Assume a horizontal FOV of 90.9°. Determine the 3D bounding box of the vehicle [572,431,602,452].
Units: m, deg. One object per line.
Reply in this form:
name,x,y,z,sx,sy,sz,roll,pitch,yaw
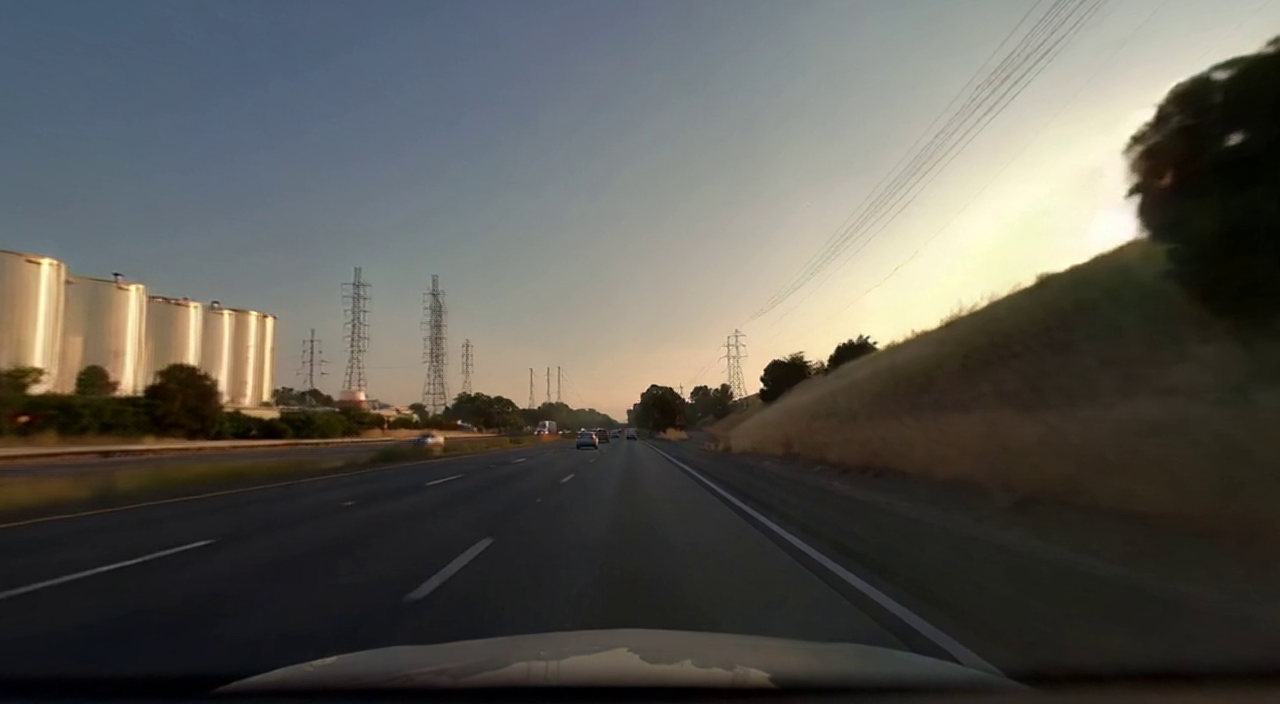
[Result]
vehicle,-3.987,6.770,47.754,1.952,1.462,3.969,0,-7,-1
